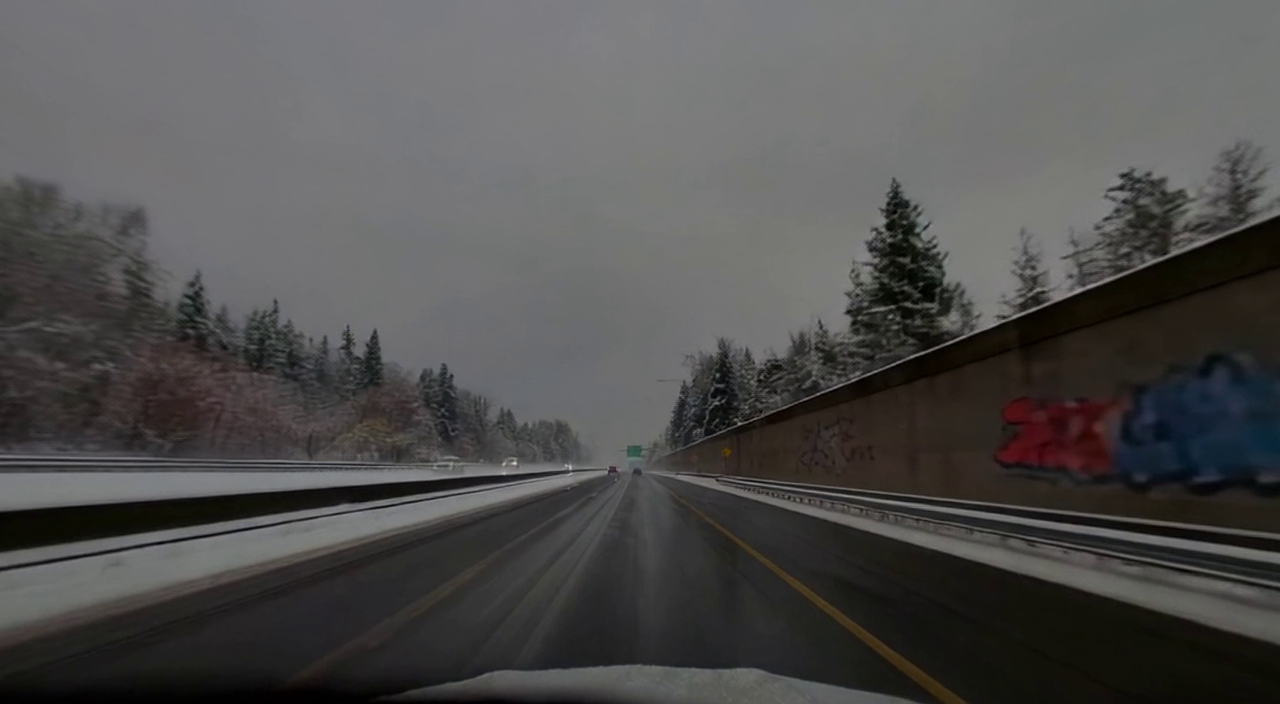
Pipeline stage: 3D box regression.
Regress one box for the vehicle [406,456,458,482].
[{"bbox_3d":[-13.279,7.514,40.466,1.929,1.496,4.012,1,-11,1],"label":"vehicle"}]
